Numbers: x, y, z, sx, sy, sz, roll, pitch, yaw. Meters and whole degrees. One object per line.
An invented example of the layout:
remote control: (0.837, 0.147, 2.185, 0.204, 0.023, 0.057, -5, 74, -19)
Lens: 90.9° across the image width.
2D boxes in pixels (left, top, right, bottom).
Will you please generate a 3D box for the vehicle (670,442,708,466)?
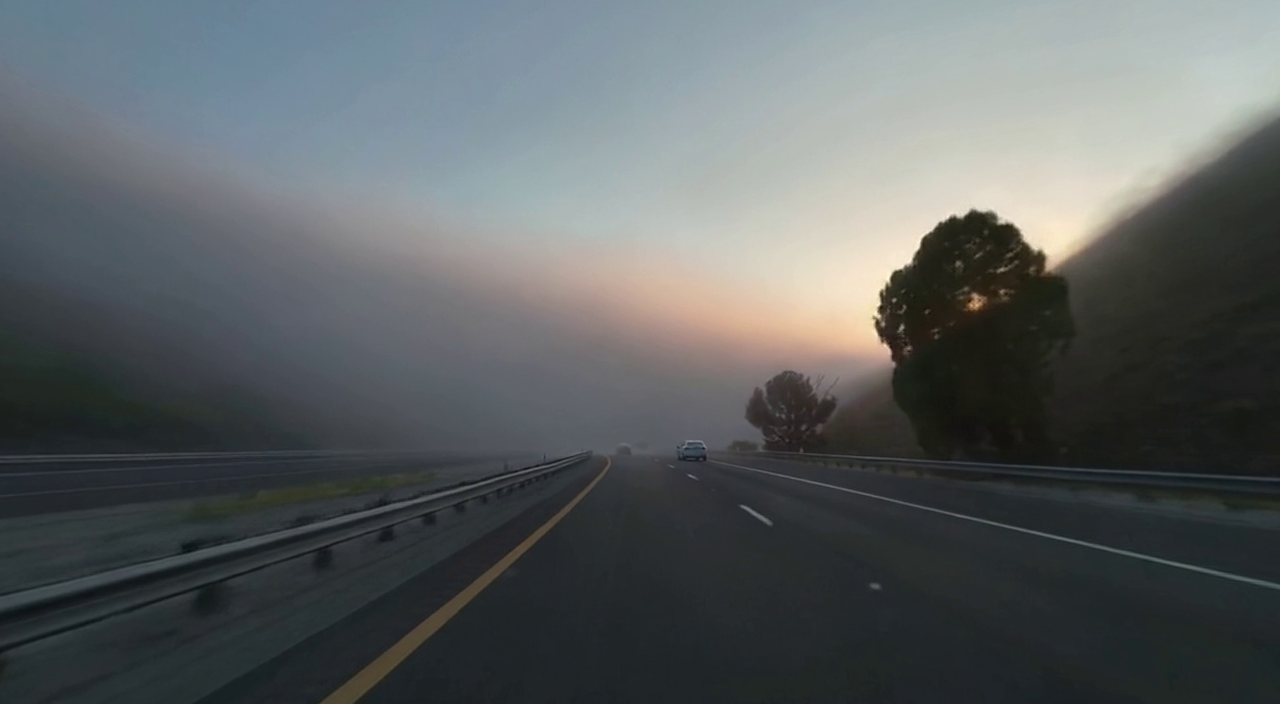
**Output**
vehicle: (3.229, 6.834, 42.489, 1.960, 1.516, 4.657, 0, -8, -3)
